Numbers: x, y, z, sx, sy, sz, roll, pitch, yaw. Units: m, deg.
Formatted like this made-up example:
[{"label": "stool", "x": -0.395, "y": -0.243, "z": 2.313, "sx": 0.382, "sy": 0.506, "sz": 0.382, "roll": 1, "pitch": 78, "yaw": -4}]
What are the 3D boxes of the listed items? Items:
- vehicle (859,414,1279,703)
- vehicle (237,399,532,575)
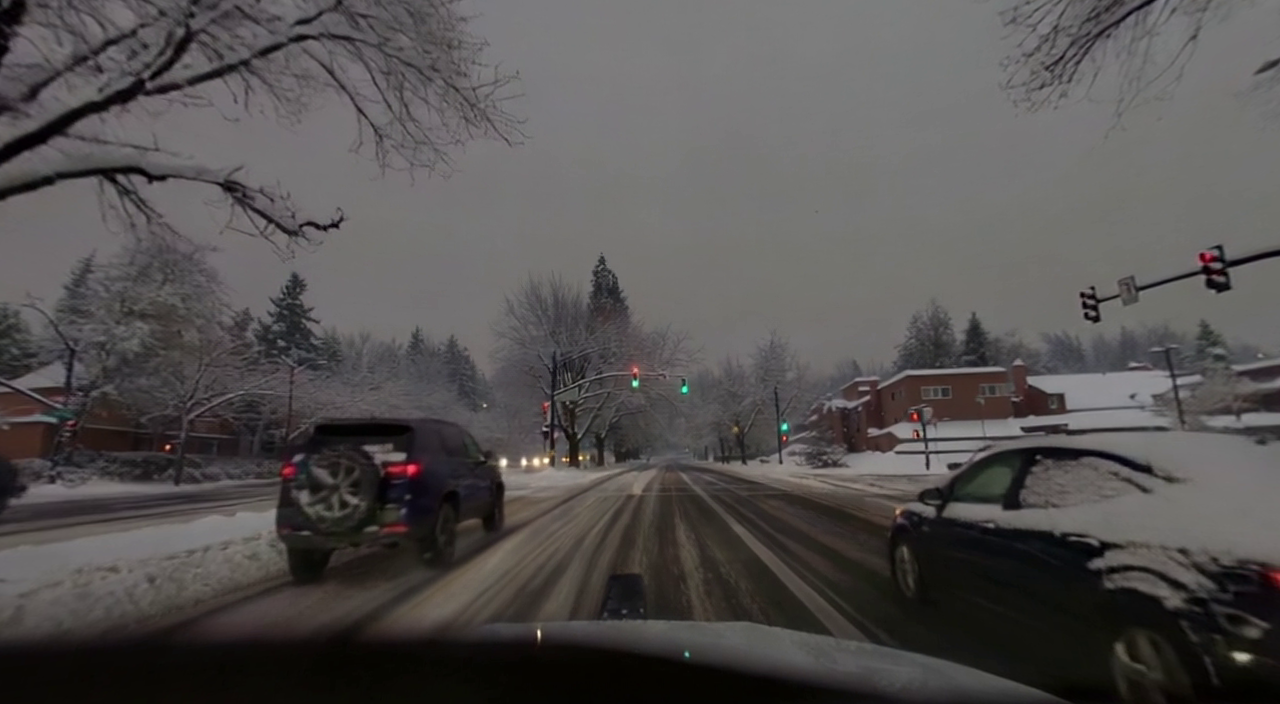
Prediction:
[{"label": "vehicle", "x": 3.172, "y": 1.216, "z": 3.931, "sx": 1.990, "sy": 1.454, "sz": 4.490, "roll": 0, "pitch": -8, "yaw": 0}, {"label": "vehicle", "x": -3.204, "y": 1.836, "z": 9.380, "sx": 2.231, "sy": 1.898, "sz": 4.985, "roll": 0, "pitch": -8, "yaw": 1}]
